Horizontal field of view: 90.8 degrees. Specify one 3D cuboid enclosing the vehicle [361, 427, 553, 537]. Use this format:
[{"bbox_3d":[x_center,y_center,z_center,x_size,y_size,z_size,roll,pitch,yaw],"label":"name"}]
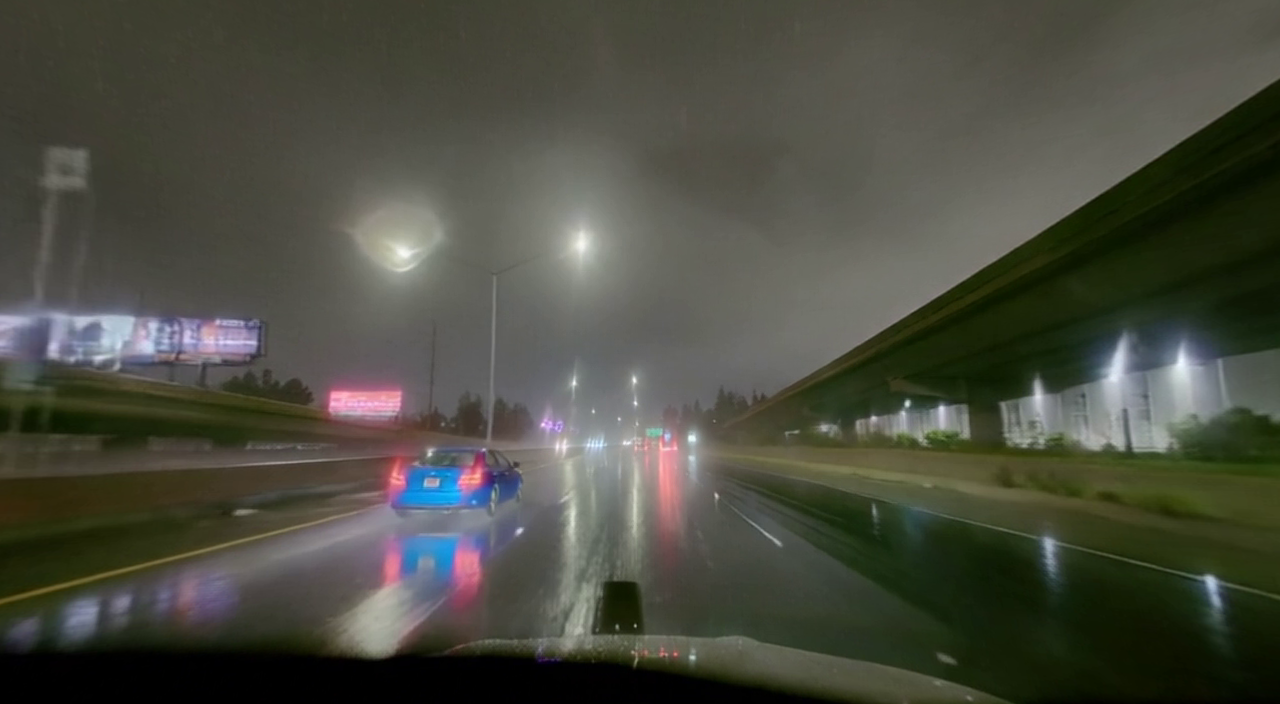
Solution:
[{"bbox_3d":[-2.939,2.204,11.382,2.029,1.557,4.570,0,-8,1],"label":"vehicle"}]
